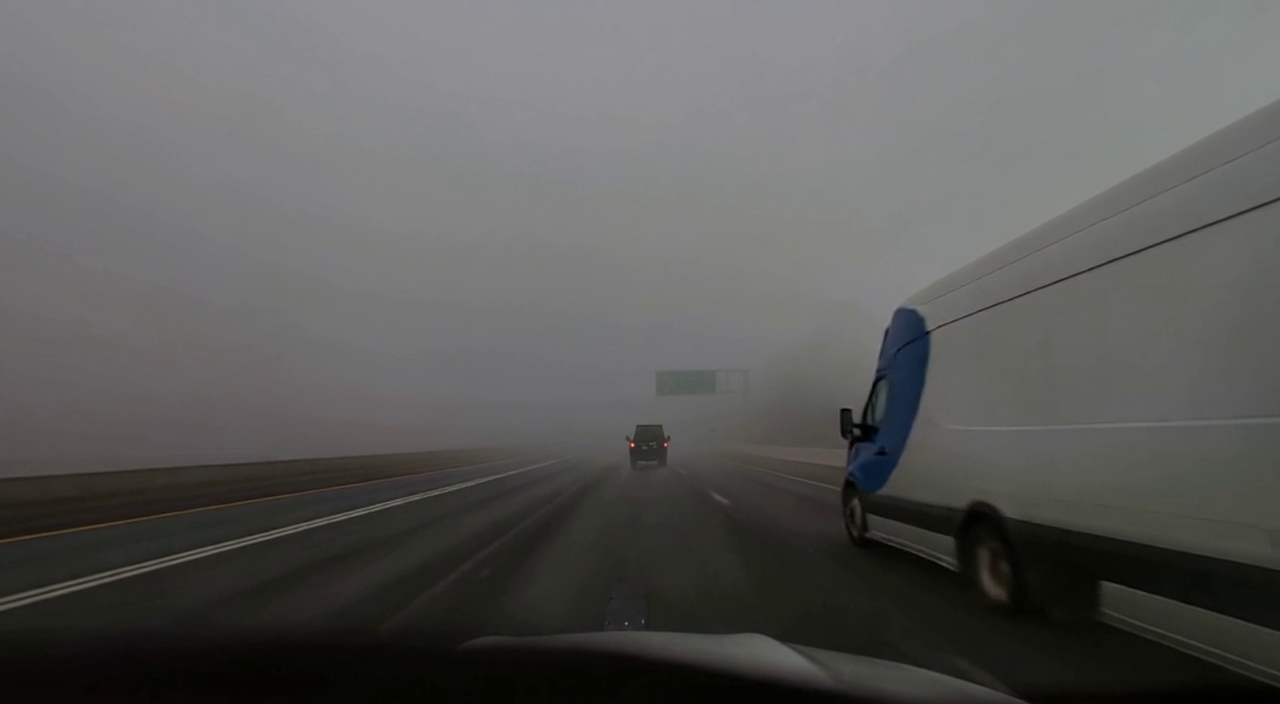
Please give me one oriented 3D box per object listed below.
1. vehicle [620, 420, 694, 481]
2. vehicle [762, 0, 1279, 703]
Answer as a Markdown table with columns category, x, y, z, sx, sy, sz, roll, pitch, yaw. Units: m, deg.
| category | x | y | z | sx | sy | sz | roll | pitch | yaw |
| --- | --- | --- | --- | --- | --- | --- | --- | --- | --- |
| vehicle | 0.630 | 3.616 | 23.318 | 2.469 | 2.027 | 4.554 | 0 | -8 | 1 |
| vehicle | 3.817 | -0.574 | 1.184 | 3.892 | 4.216 | 16.830 | 0 | -8 | 0 |
